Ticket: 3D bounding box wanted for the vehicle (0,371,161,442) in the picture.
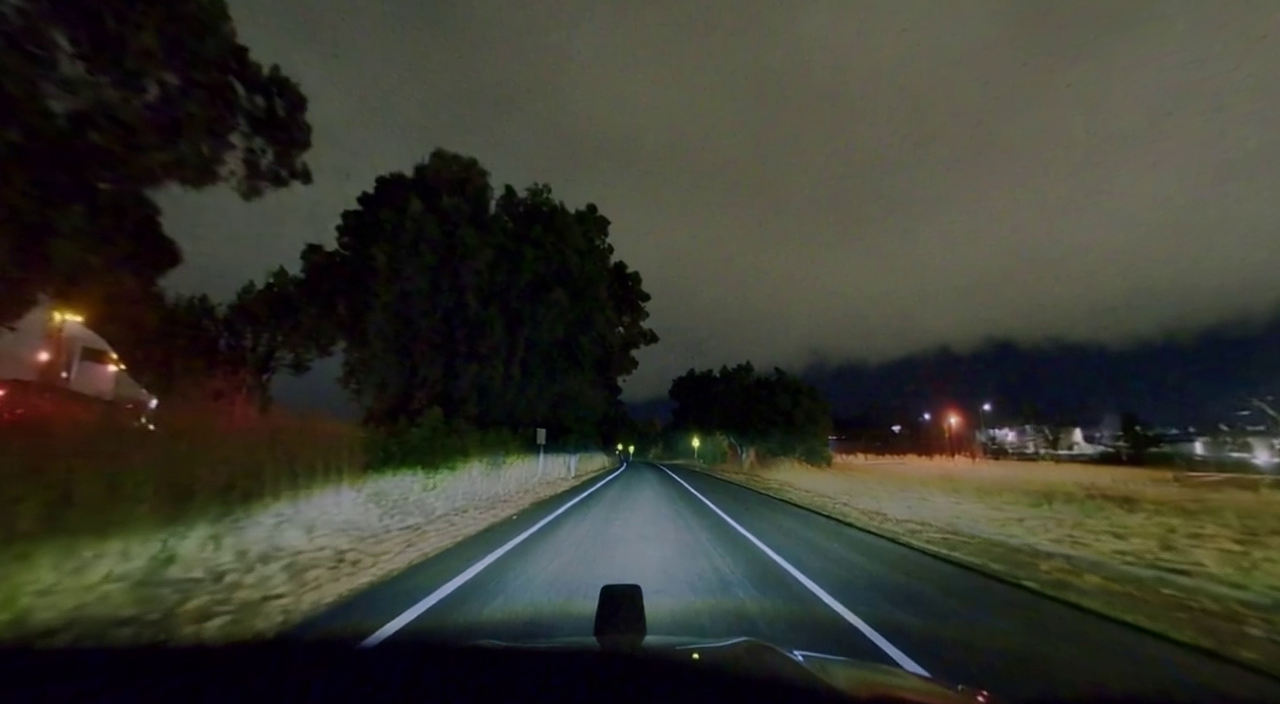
[{"bbox_3d":[-19.077,1.923,20.643,2.339,1.956,5.312,-1,-8,4],"label":"vehicle"}]
